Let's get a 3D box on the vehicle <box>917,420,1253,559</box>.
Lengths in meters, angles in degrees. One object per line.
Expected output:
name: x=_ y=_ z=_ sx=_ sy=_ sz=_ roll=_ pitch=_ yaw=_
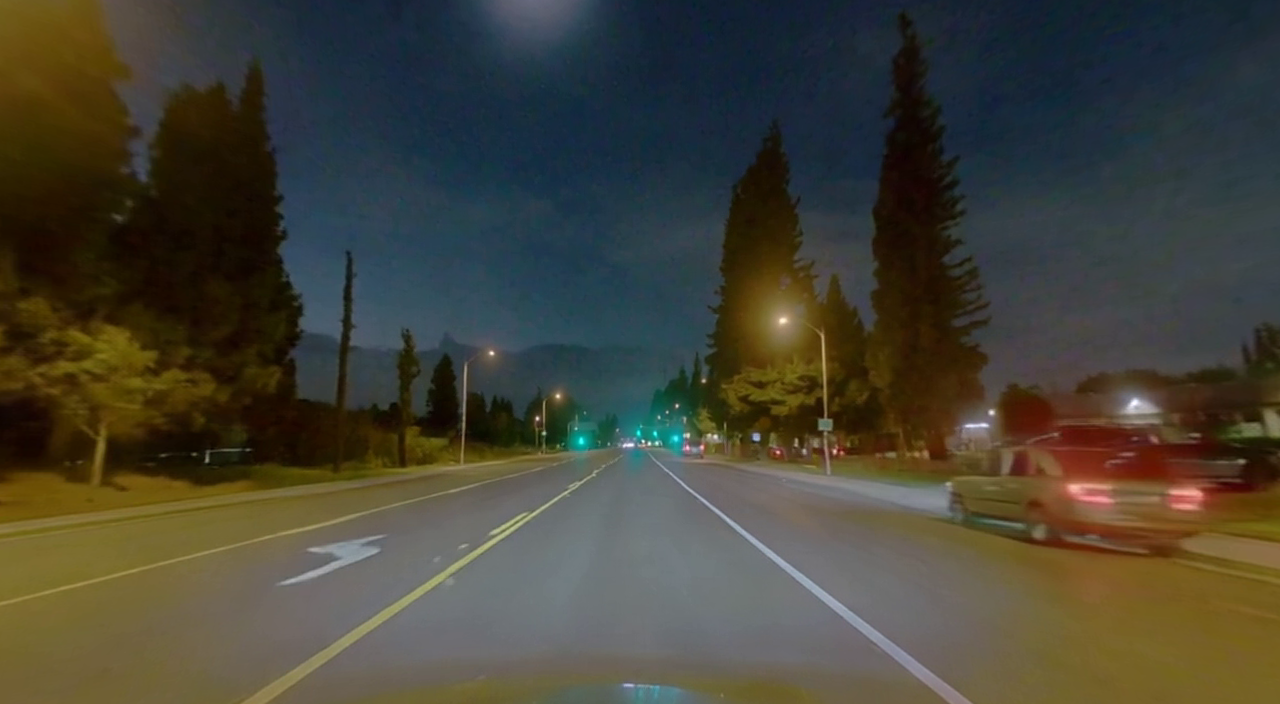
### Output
vehicle: x=6.752 y=2.112 z=10.492 sx=2.043 sy=1.747 sz=4.680 roll=0 pitch=-9 yaw=-1
